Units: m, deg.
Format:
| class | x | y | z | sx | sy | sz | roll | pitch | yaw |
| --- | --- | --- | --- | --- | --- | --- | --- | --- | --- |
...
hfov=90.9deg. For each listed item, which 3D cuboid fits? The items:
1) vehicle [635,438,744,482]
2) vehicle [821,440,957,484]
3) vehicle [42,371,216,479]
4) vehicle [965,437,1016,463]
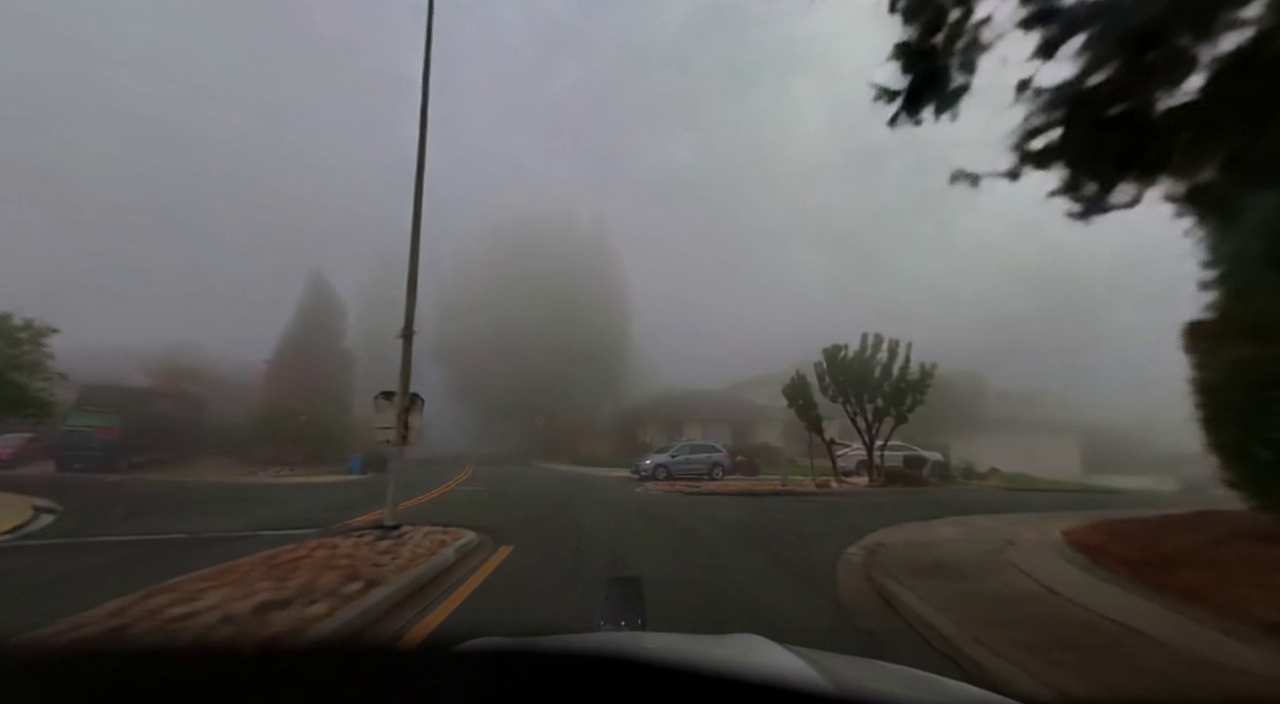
| class | x | y | z | sx | sy | sz | roll | pitch | yaw |
| --- | --- | --- | --- | --- | --- | --- | --- | --- | --- |
| vehicle | 1.817 | 4.081 | 23.871 | 3.772 | 1.531 | 1.949 | 2 | -9 | -8 |
| vehicle | 9.468 | 4.219 | 24.295 | 4.378 | 1.543 | 2.080 | 0 | -9 | 2 |
| vehicle | -19.248 | 2.784 | 24.274 | 2.438 | 3.594 | 5.582 | 3 | -6 | -9 |
| vehicle | 21.237 | 5.958 | 38.304 | 1.825 | 1.482 | 4.073 | -2 | -9 | 17 |
